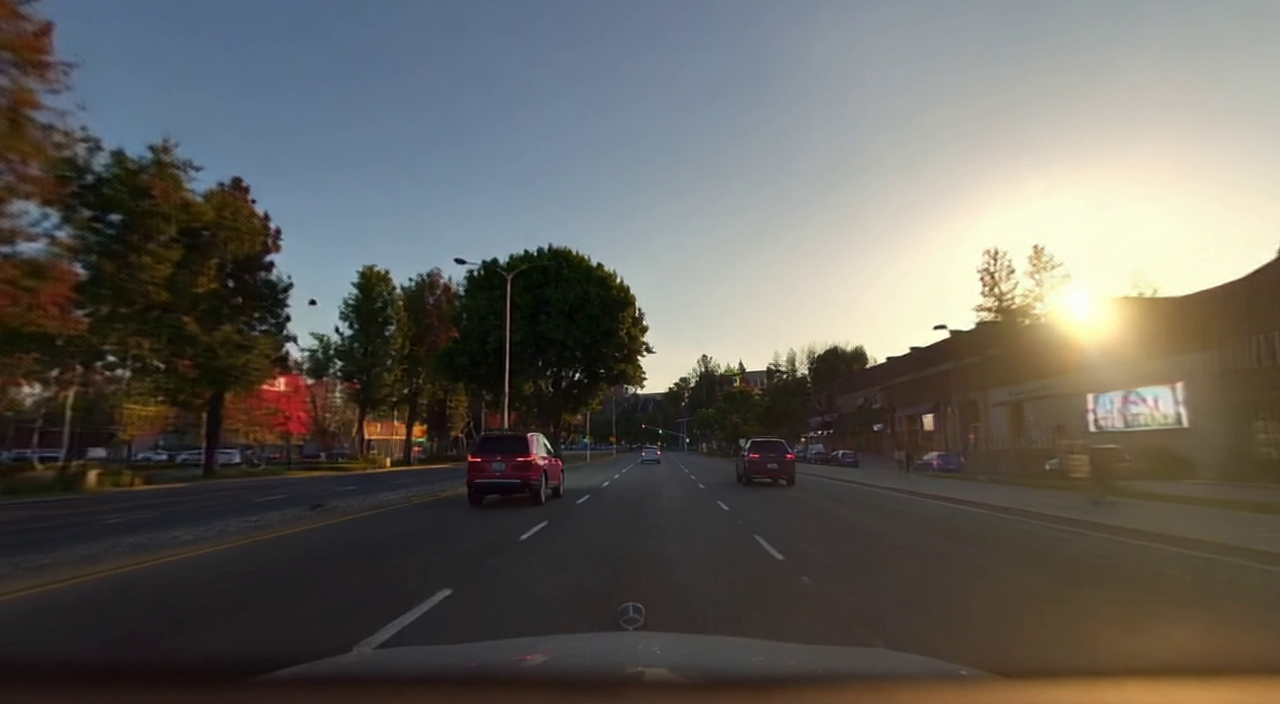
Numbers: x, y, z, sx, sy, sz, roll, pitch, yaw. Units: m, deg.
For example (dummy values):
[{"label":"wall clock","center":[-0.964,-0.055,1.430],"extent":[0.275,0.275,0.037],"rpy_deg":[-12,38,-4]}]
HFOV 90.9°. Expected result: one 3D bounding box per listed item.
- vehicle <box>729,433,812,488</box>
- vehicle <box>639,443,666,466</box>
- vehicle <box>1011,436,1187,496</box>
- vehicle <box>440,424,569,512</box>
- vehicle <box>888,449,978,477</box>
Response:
[{"label":"vehicle","center":[4.564,3.868,22.812],"extent":[2.083,1.779,4.347],"rpy_deg":[0,-9,0]},{"label":"vehicle","center":[0.979,7.973,49.271],"extent":[2.067,1.702,3.987],"rpy_deg":[0,-9,1]},{"label":"vehicle","center":[15.077,3.743,21.139],"extent":[1.932,1.748,4.741],"rpy_deg":[2,-9,-8]},{"label":"vehicle","center":[-3.066,2.730,15.323],"extent":[2.047,1.810,4.414],"rpy_deg":[0,-9,2]},{"label":"vehicle","center":[16.125,6.096,34.760],"extent":[4.133,1.475,1.833],"rpy_deg":[2,-9,-11]}]
